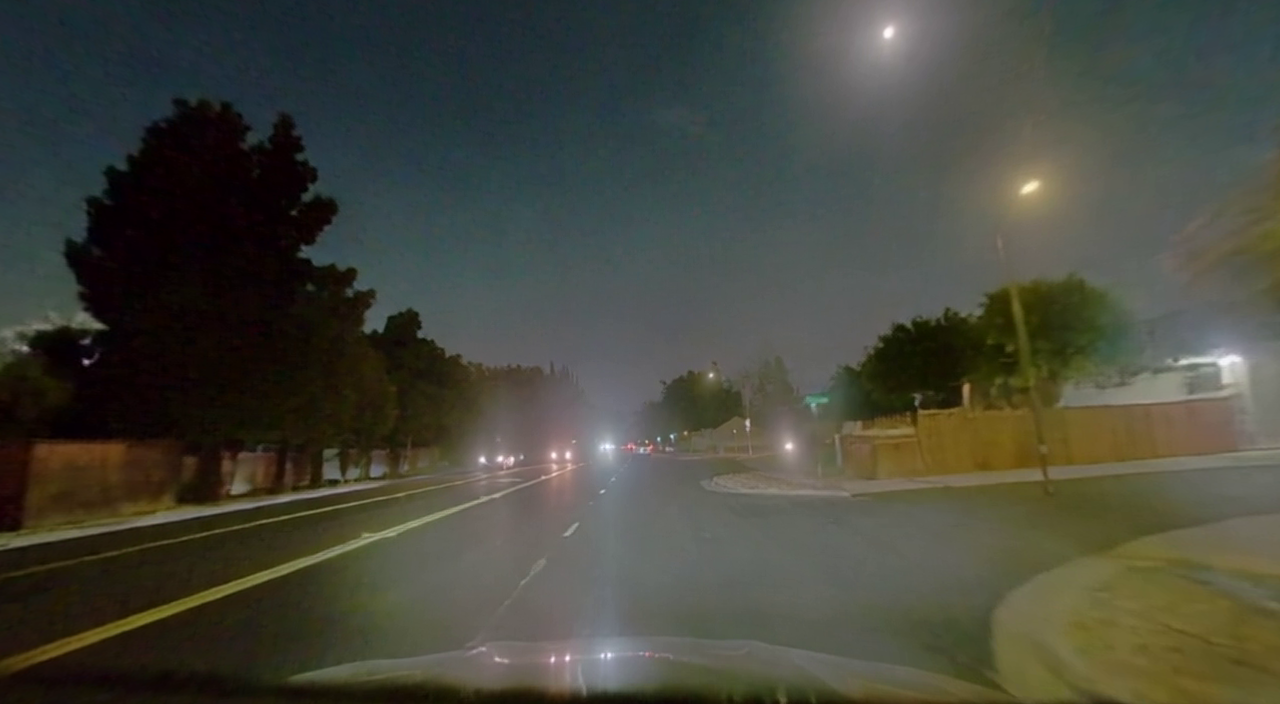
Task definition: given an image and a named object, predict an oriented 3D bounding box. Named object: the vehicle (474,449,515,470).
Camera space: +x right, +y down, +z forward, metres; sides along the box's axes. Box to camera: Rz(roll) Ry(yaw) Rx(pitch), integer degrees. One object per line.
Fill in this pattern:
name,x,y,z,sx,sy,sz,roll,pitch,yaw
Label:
vehicle,-11.072,8.167,48.211,2.026,1.519,4.534,0,-9,1
